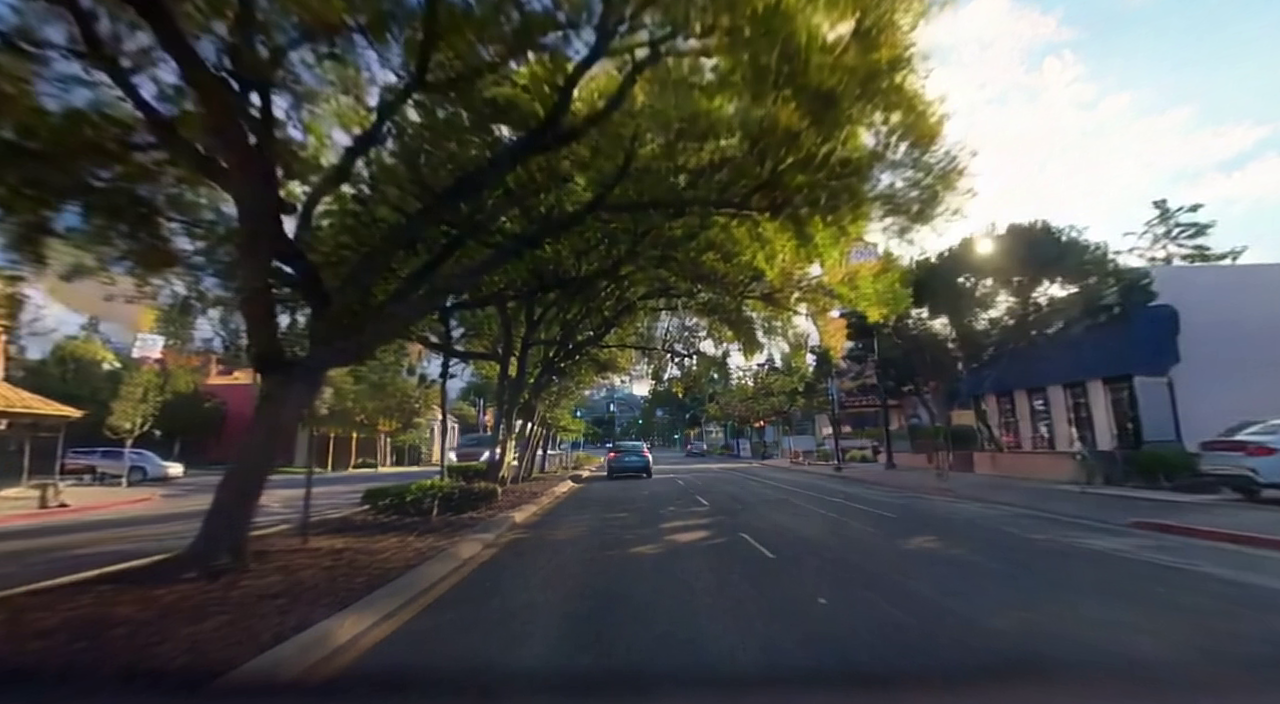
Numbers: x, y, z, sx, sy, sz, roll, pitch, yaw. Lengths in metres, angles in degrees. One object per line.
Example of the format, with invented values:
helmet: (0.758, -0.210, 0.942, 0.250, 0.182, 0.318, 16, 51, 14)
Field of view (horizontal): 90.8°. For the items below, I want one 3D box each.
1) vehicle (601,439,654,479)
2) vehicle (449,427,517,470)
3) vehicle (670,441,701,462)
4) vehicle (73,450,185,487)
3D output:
vehicle: (-0.473, 4.287, 25.560, 2.006, 1.487, 3.535, 0, -9, 0)
vehicle: (-8.603, 5.366, 35.253, 2.274, 2.201, 5.710, -1, -9, 1)
vehicle: (3.455, 7.633, 48.520, 1.910, 1.474, 4.003, 0, -9, -2)
vehicle: (-23.521, 5.338, 29.181, 3.650, 1.487, 1.757, -1, -8, -1)
